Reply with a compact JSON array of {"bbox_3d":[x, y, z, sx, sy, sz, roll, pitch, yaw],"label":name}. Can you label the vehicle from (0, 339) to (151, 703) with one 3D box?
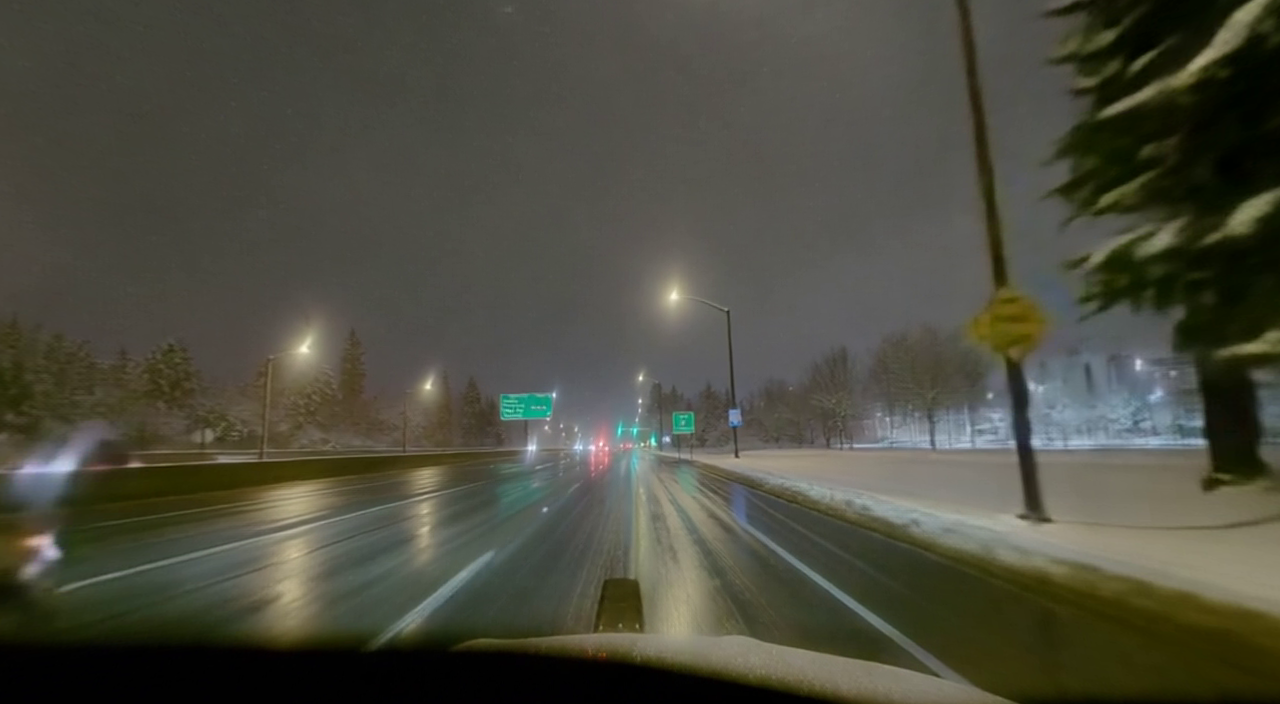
[{"bbox_3d":[-3.815,0.603,1.111,2.150,1.761,4.697,0,-8,-1],"label":"vehicle"}]
